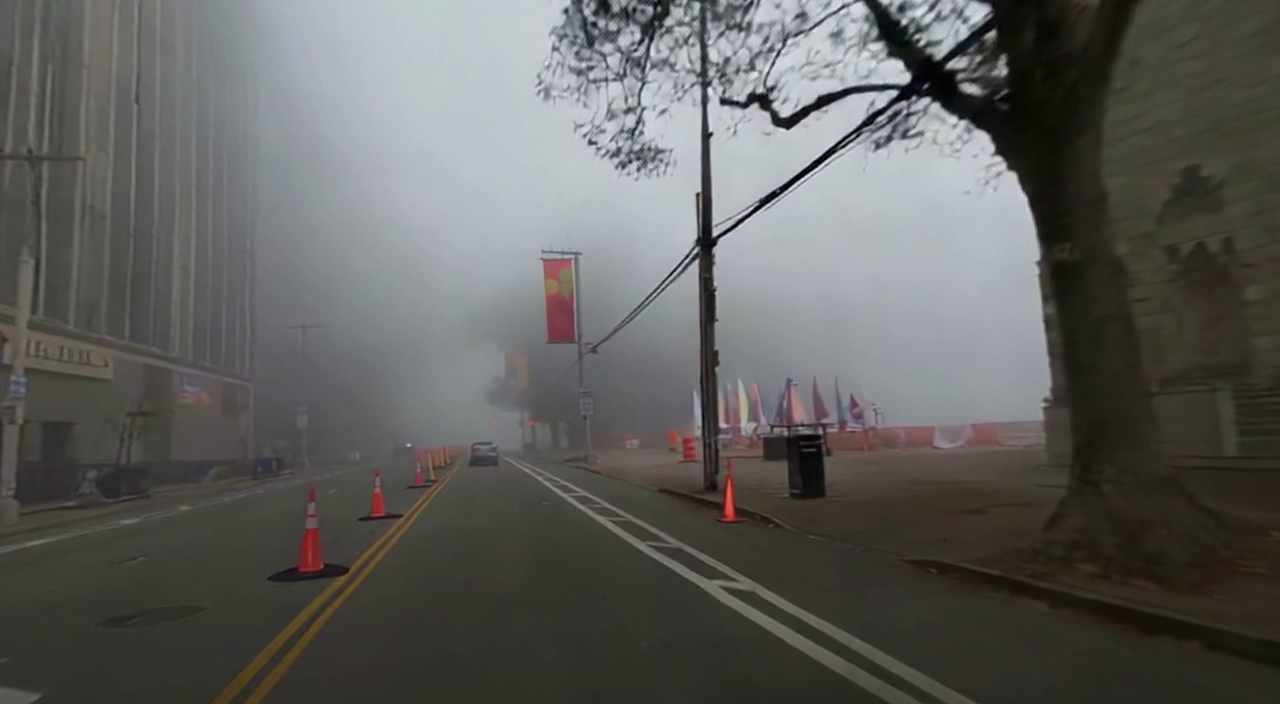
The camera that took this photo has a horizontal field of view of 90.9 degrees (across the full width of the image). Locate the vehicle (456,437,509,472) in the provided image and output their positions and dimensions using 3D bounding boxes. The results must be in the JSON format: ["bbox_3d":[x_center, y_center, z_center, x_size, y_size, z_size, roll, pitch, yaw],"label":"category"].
[{"bbox_3d":[-7.593,4.885,30.187,2.216,1.492,4.725,2,-9,-15],"label":"vehicle"}]
